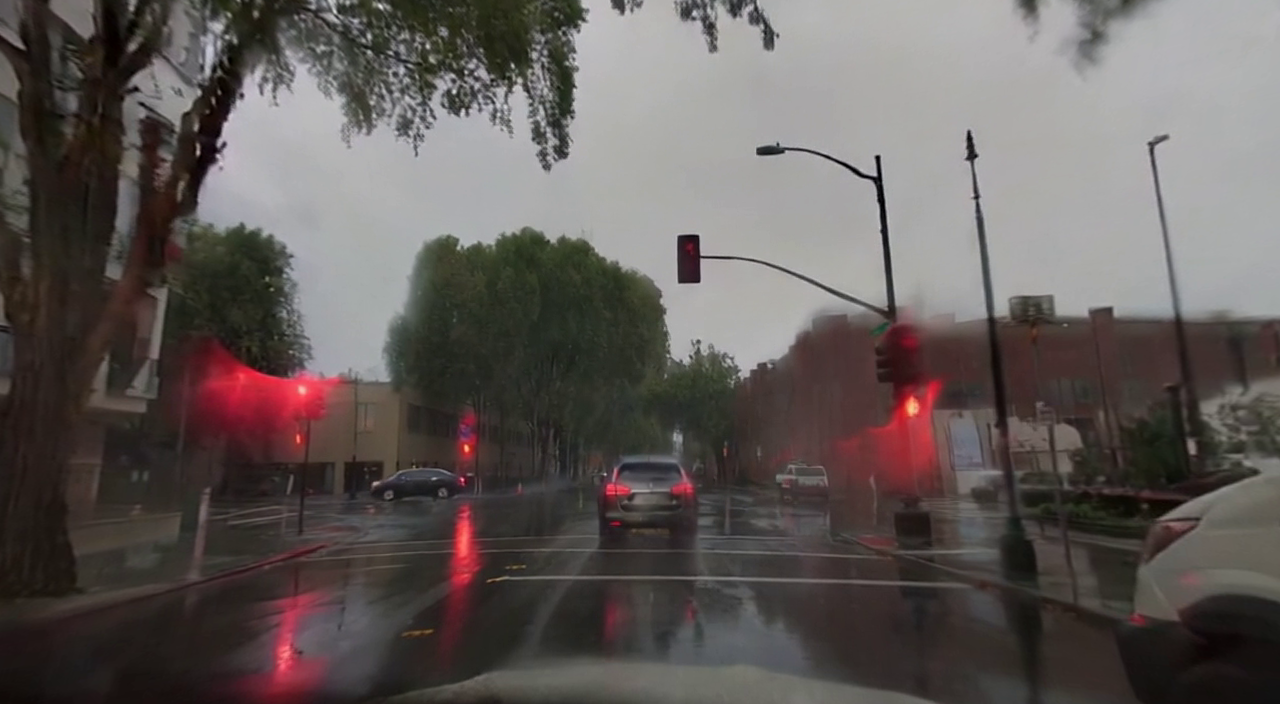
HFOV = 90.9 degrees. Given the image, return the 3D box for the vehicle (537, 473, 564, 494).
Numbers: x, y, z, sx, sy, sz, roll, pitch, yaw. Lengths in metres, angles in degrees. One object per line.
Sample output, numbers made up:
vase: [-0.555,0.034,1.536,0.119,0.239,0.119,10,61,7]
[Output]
vehicle: [-6.913,10.131,48.772,1.757,1.473,3.712,1,-11,-4]

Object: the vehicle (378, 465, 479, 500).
vehicle: [-11.253,6.936,33.707,4.675,1.692,1.993,8,-13,-35]

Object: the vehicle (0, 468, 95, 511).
vehicle: [-25.359,5.562,25.654,4.407,1.654,2.016,0,-11,2]

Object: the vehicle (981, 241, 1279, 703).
vehicle: [2.811,0.476,0.559,2.054,1.965,5.248,1,-11,0]

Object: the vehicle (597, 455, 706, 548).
vehicle: [0.140,3.055,13.306,1.961,1.629,3.610,1,-10,-2]
